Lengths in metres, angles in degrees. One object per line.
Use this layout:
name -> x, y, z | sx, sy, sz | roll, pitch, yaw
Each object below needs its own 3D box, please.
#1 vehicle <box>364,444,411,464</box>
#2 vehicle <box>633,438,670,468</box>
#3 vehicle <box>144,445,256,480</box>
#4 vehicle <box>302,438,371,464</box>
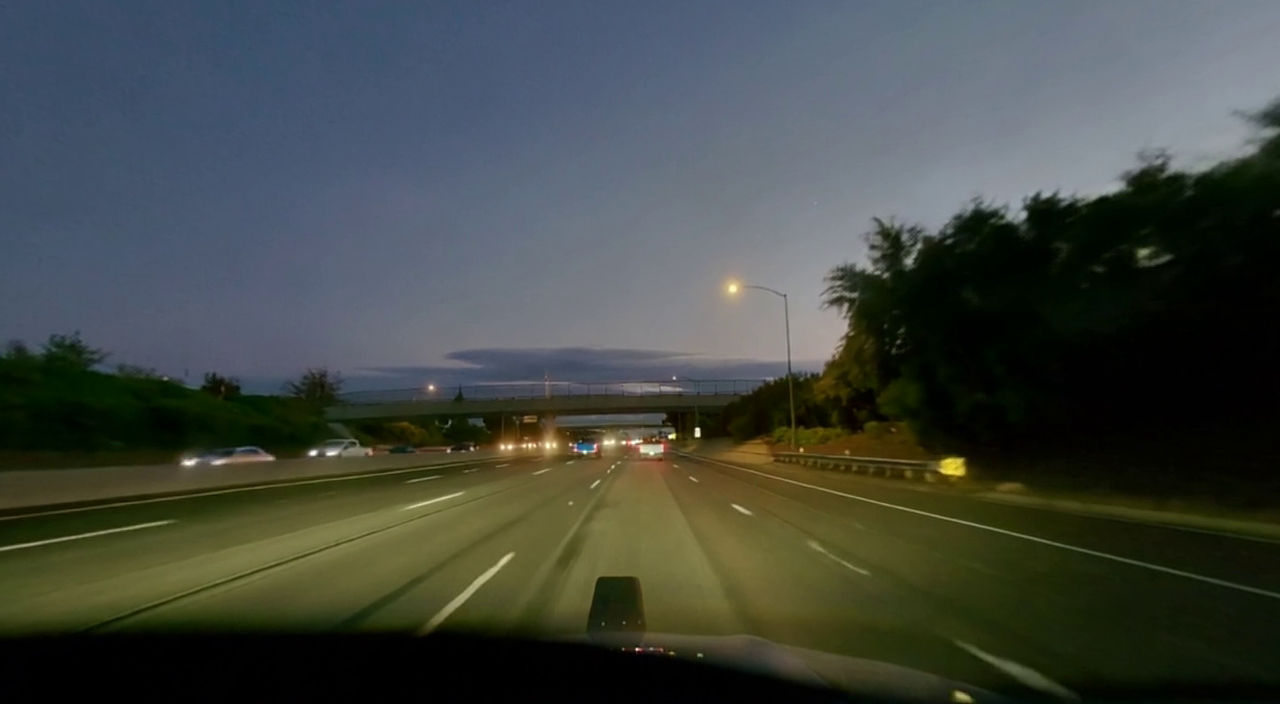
vehicle -> -19.495, 7.854, 48.898 | 1.838, 1.449, 4.217 | 0, -8, 1
vehicle -> 0.646, 5.904, 37.152 | 2.010, 1.637, 4.940 | 0, -8, 0
vehicle -> -20.052, 5.034, 29.038 | 1.915, 1.439, 4.467 | 0, -8, 0
vehicle -> -23.348, 7.641, 48.824 | 2.204, 1.850, 5.937 | 0, -8, 2
